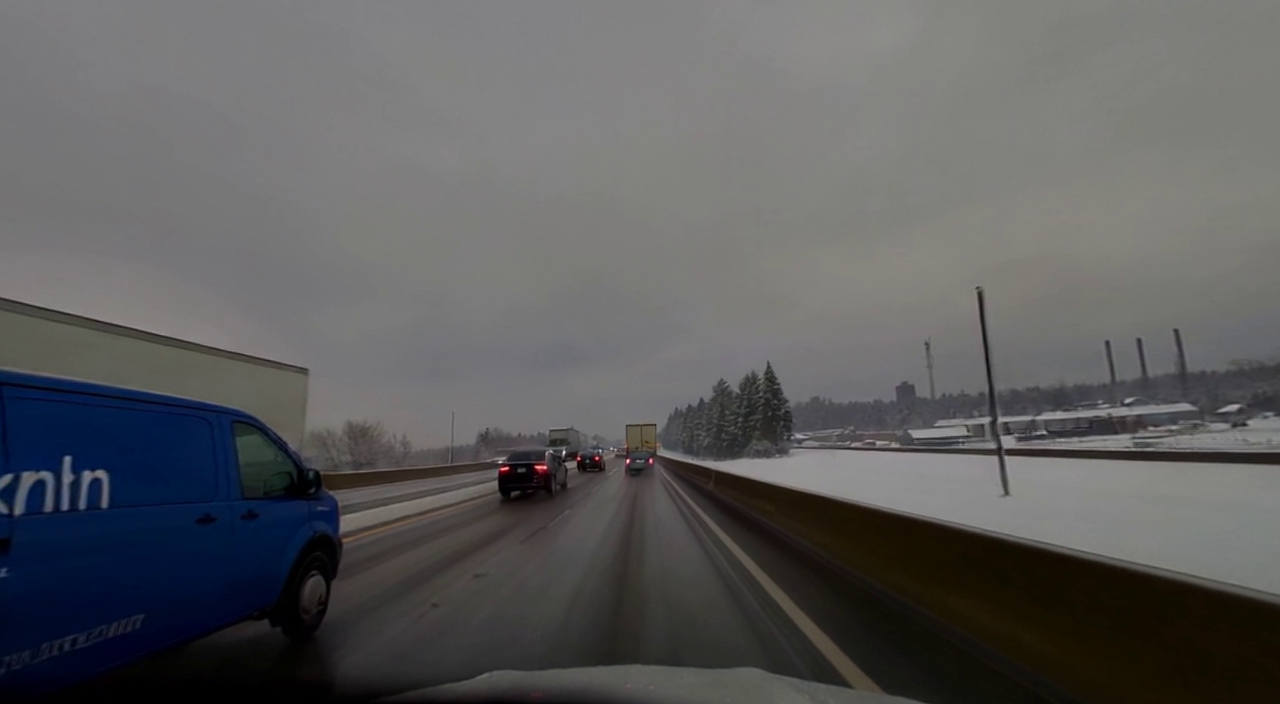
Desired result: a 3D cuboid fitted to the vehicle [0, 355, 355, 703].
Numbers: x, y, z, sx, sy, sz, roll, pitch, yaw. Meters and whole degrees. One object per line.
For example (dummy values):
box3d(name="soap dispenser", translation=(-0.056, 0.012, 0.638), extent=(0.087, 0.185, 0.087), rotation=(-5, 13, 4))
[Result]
box3d(name="vehicle", translation=(-3.259, 0.923, 2.511), extent=(2.117, 1.688, 4.582), rotation=(0, -9, 0))

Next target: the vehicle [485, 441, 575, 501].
box3d(name="vehicle", translation=(-3.189, 3.522, 19.116), extent=(1.937, 1.600, 4.141), rotation=(0, -9, 0))

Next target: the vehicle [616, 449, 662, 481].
box3d(name="vehicle", translation=(-0.058, 5.378, 30.306), extent=(2.095, 1.393, 3.908), rotation=(0, -9, 0))
